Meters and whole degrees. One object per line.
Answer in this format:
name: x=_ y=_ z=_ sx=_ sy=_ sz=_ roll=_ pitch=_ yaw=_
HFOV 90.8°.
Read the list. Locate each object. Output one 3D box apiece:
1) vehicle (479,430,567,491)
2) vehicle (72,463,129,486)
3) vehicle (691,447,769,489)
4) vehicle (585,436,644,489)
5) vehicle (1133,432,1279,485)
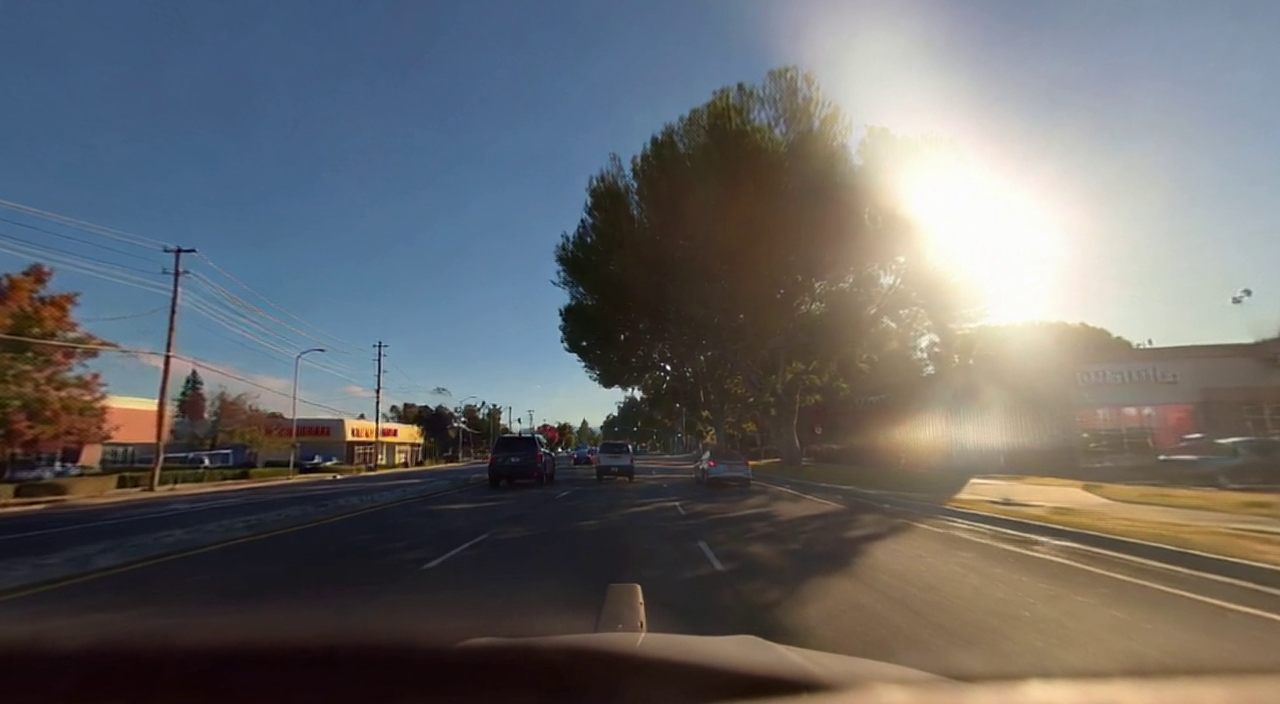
vehicle: x=-4.233 y=4.035 z=23.920 sx=2.252 sy=1.999 sz=5.605 roll=0 pitch=-9 yaw=0
vehicle: x=-38.541 y=8.734 z=45.244 sx=1.871 sy=1.468 sz=4.670 roll=4 pitch=-10 yaw=-26
vehicle: x=3.384 y=4.454 z=24.616 sx=2.207 sy=1.447 sz=4.418 roll=0 pitch=-9 yaw=-2
vehicle: x=-0.898 y=4.205 z=24.321 sx=2.061 sy=1.809 sz=4.141 roll=0 pitch=-9 yaw=0
vehicle: x=18.457 y=3.339 z=19.915 sx=4.107 sy=1.540 sz=1.994 roll=0 pitch=-9 yaw=-1
